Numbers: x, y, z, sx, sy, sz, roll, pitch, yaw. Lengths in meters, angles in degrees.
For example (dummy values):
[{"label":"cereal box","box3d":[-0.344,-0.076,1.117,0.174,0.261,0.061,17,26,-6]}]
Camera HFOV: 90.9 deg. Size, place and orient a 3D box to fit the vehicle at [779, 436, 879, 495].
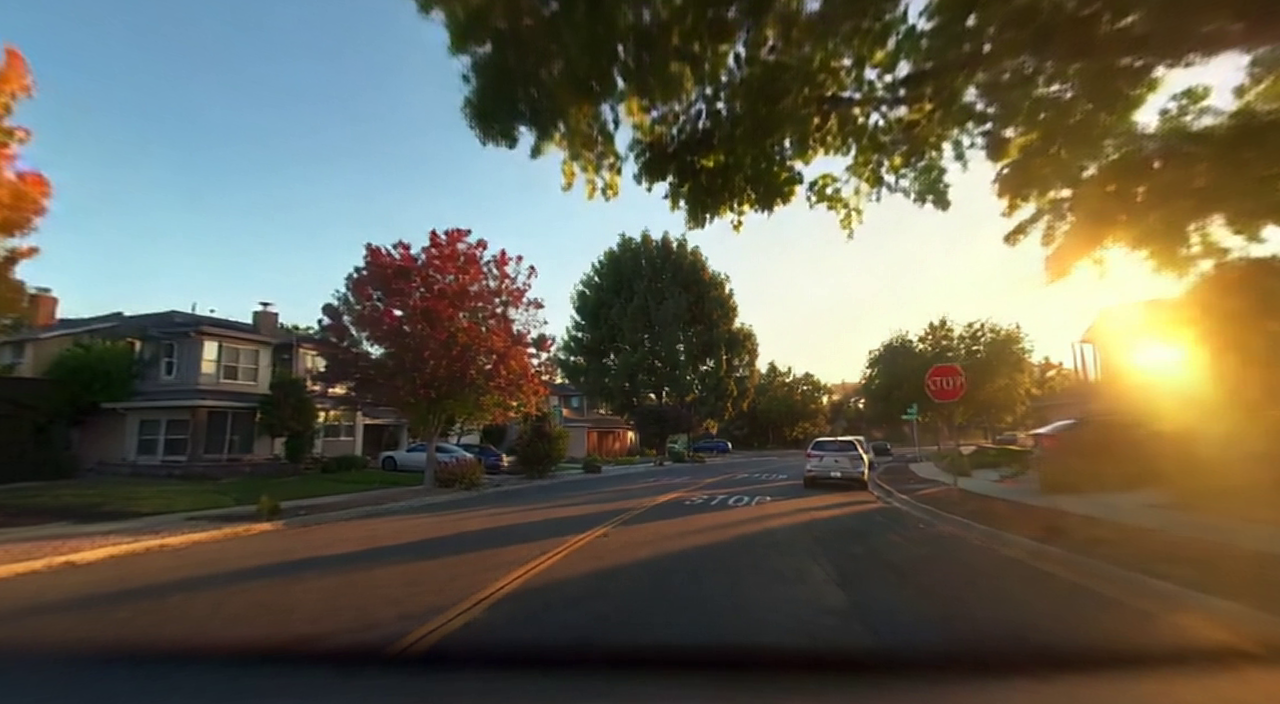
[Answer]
[{"label":"vehicle","box3d":[6.160,3.602,20.427,2.692,1.649,4.689,-3,-9,18]}]
